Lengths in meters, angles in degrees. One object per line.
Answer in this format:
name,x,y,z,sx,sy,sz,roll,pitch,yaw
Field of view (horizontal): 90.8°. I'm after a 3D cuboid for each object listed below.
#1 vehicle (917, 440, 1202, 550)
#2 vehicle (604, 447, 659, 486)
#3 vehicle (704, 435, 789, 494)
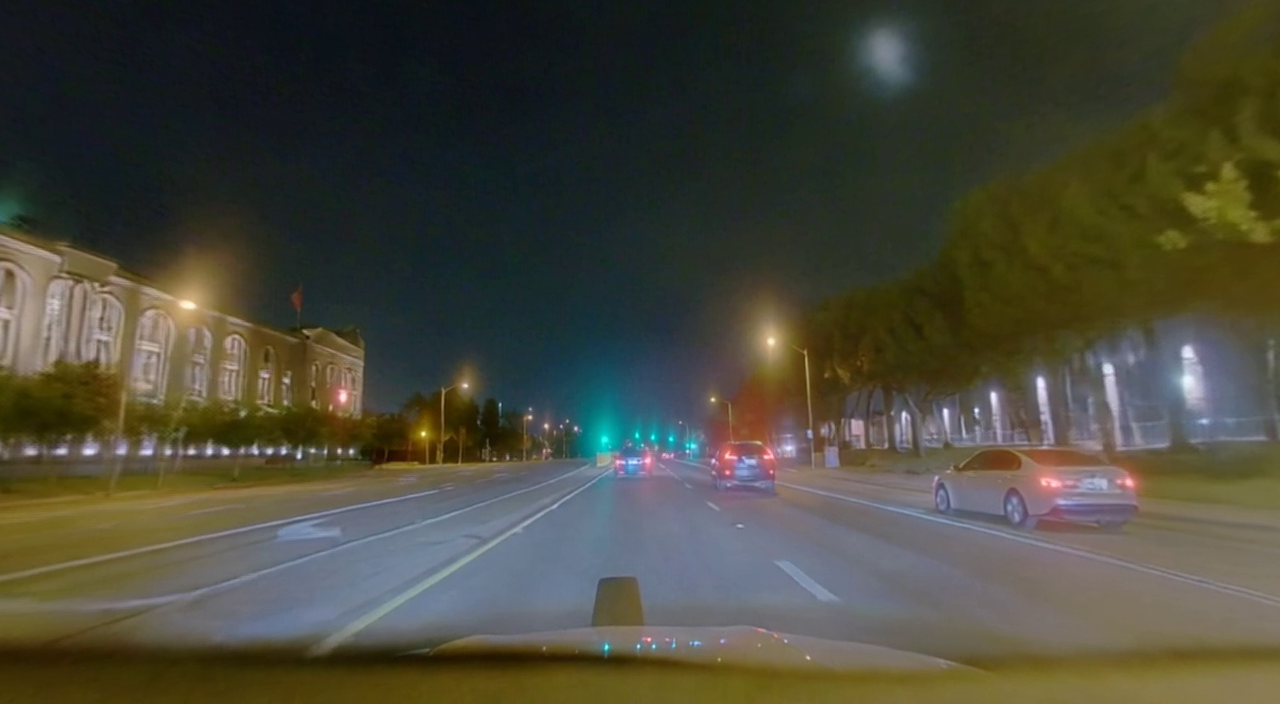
vehicle,6.705,2.279,10.841,1.868,1.472,4.274,0,-9,-1
vehicle,-0.348,4.617,25.921,2.054,1.446,3.969,0,-9,-1
vehicle,3.466,3.757,21.420,2.036,1.757,4.300,0,-9,-1
